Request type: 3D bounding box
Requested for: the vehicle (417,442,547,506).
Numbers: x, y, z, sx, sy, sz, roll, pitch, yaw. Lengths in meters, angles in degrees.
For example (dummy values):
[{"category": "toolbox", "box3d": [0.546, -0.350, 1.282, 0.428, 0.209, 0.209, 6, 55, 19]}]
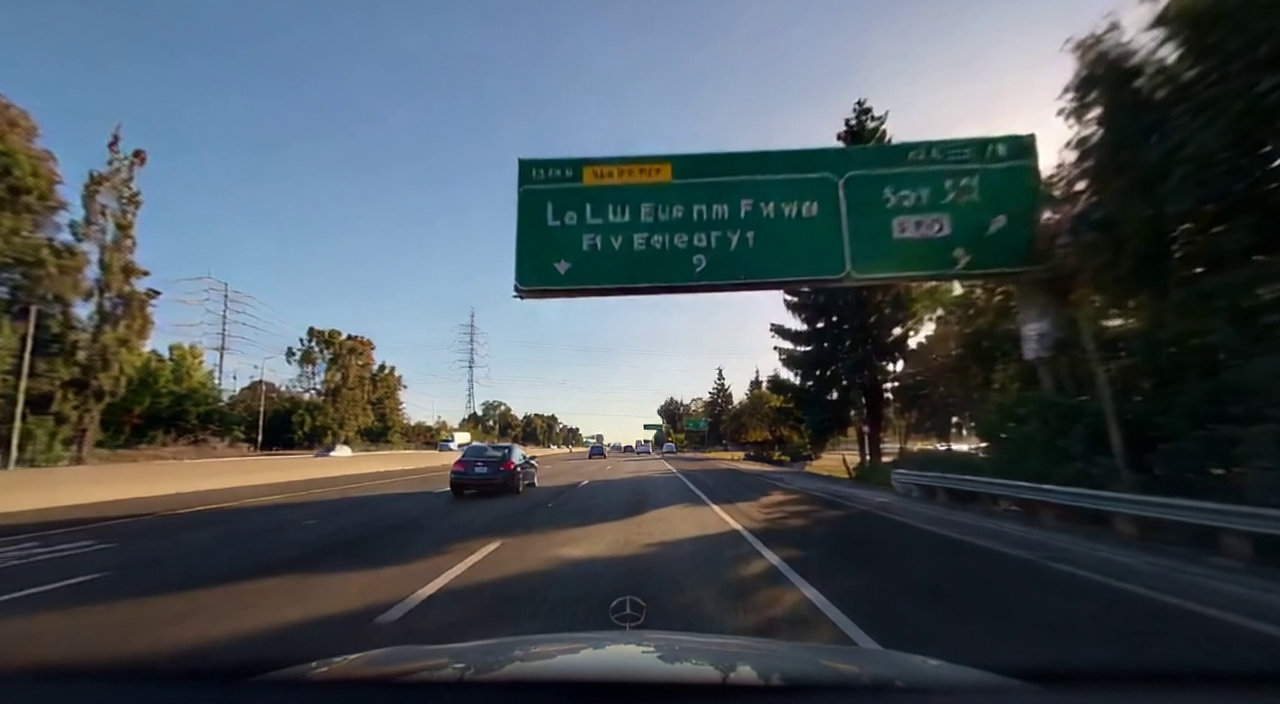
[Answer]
[{"category": "vehicle", "box3d": [-3.807, 3.027, 16.174, 2.048, 1.368, 4.613, 0, -9, 1]}]
